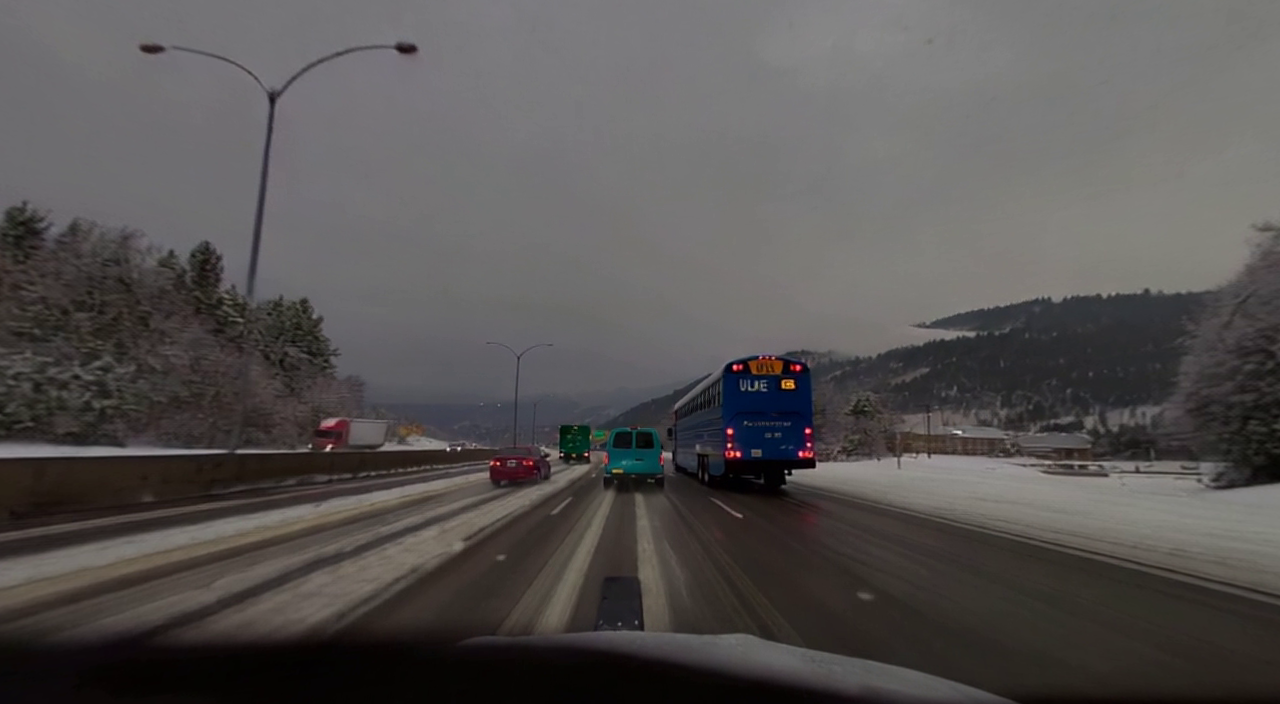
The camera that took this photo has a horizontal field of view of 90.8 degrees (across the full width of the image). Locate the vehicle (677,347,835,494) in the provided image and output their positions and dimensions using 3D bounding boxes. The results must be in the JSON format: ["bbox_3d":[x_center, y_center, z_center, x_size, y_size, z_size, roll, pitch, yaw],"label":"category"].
[{"bbox_3d":[3.613,2.861,24.246,3.006,4.101,13.245,0,-9,-2],"label":"vehicle"}]

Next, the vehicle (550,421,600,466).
[{"bbox_3d":[-4.545,6.660,45.811,2.947,3.009,7.991,0,-9,-2],"label":"vehicle"}]

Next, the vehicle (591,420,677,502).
[{"bbox_3d":[-0.245,2.916,17.250,2.037,1.929,4.343,0,-9,-3],"label":"vehicle"}]

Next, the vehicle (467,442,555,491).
[{"bbox_3d":[-4.117,3.727,20.899,2.039,1.453,4.197,0,-9,0],"label":"vehicle"}]
